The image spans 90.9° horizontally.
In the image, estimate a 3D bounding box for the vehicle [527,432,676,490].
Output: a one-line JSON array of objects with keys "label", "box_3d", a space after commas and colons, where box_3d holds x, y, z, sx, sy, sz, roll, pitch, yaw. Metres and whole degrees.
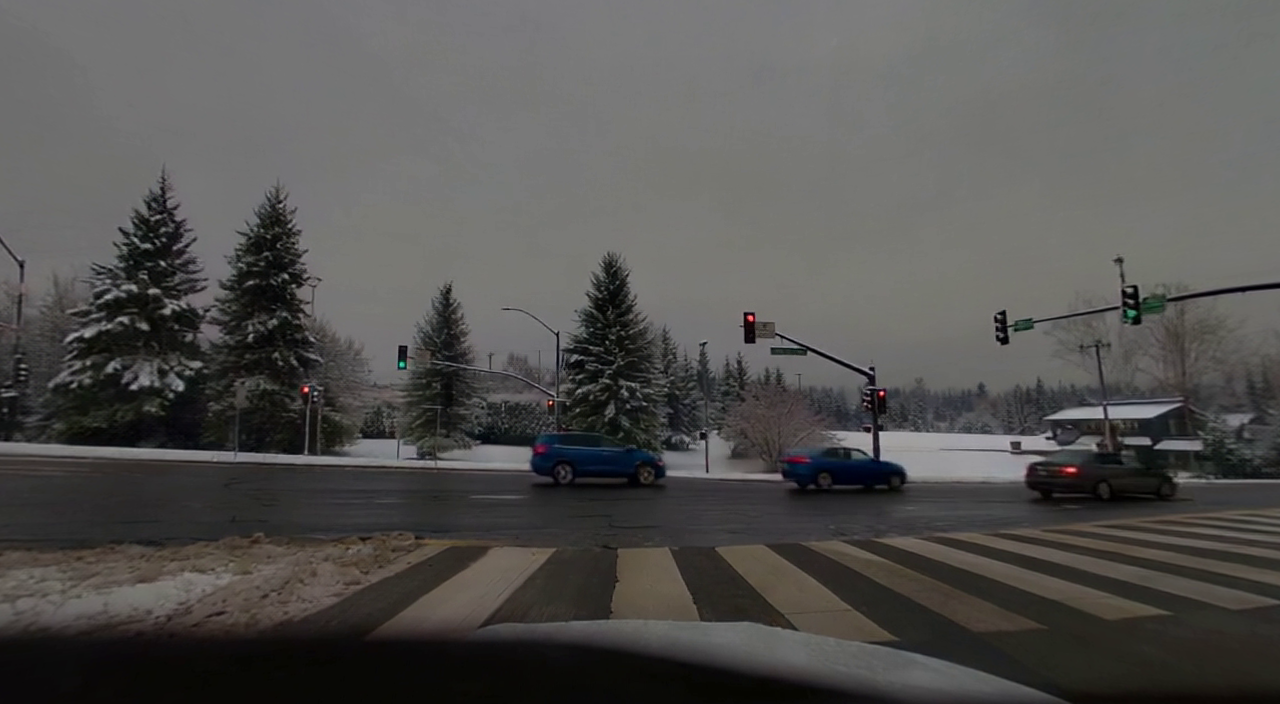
[{"label": "vehicle", "box_3d": [-1.336, 3.686, 21.582, 4.708, 1.810, 1.986, 3, -9, -18]}]

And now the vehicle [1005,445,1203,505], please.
[{"label": "vehicle", "box_3d": [13.297, 3.460, 18.129, 4.952, 1.511, 1.855, 2, -9, -17]}]

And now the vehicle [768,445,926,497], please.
[{"label": "vehicle", "box_3d": [6.565, 3.729, 20.099, 4.475, 1.496, 1.861, 3, -9, -17]}]
